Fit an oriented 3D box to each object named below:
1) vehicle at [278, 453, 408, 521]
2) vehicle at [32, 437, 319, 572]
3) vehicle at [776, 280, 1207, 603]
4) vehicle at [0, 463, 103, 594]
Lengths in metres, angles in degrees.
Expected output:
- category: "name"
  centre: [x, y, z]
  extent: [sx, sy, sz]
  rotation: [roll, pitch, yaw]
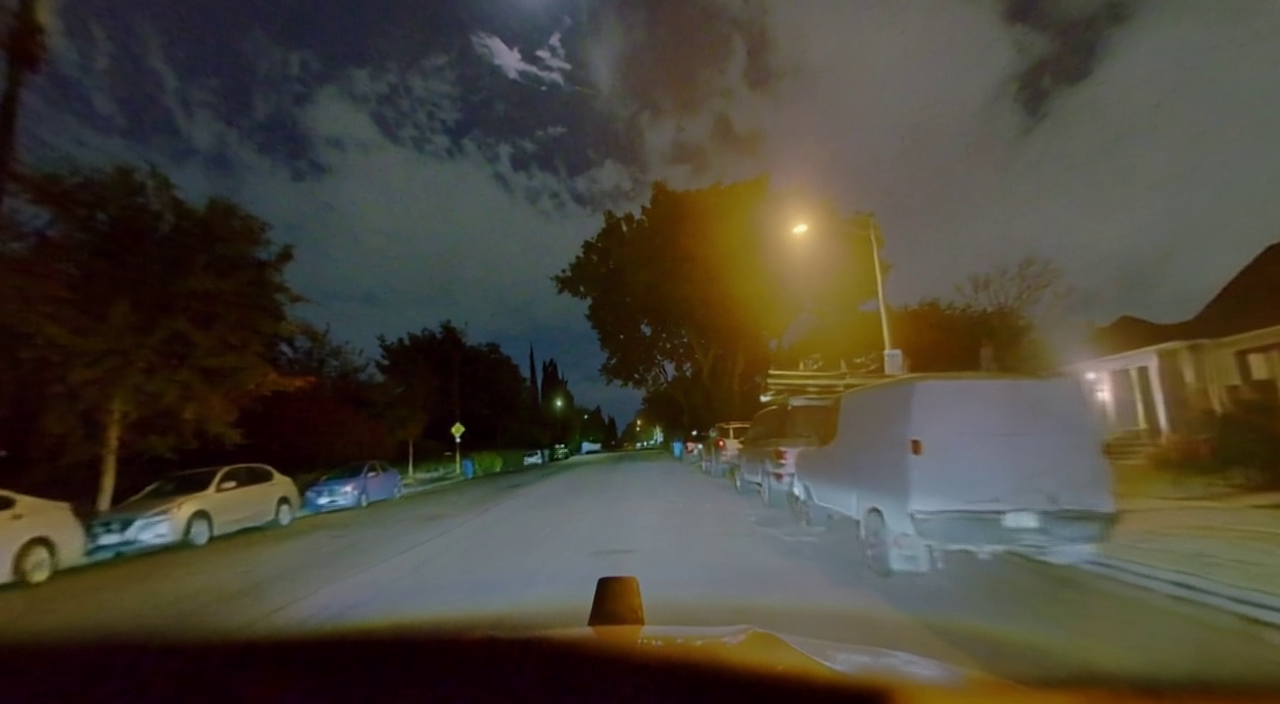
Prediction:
- category: "vehicle"
  centre: [-8.438, 3.815, 18.397]
  extent: [1.839, 1.384, 4.124]
  rotation: [-7, -7, -2]
- category: "vehicle"
  centre: [-8.514, 2.709, 12.295]
  extent: [2.163, 1.841, 4.679]
  rotation: [-6, -7, -2]
- category: "vehicle"
  centre: [3.065, 0.920, 6.739]
  extent: [2.233, 2.453, 3.787]
  rotation: [0, -8, -2]
- category: "vehicle"
  centre: [-8.385, 2.060, 6.817]
  extent: [1.821, 1.476, 4.060]
  rotation: [-3, -8, -4]
